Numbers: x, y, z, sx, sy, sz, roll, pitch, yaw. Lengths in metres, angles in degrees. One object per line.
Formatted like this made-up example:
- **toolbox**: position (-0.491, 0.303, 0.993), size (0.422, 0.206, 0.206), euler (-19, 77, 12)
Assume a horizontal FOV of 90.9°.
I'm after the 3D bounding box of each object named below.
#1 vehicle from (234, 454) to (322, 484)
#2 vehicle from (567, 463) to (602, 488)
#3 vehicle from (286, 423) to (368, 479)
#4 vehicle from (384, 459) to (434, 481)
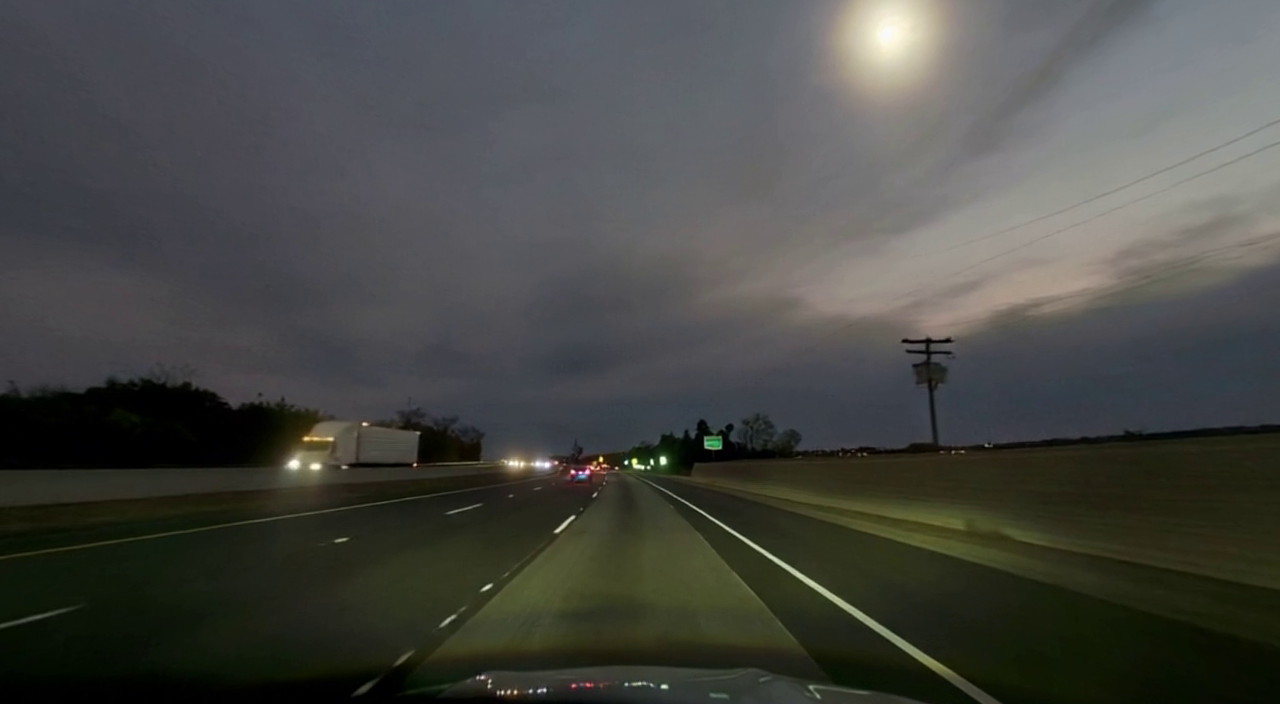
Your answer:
- **vehicle**: position (-19.657, 6.384, 34.503), size (2.157, 1.508, 4.446), euler (1, -10, -1)
- **vehicle**: position (-3.998, 8.965, 45.846), size (2.194, 1.704, 4.421), euler (1, -10, -1)
- **vehicle**: position (-23.887, 7.660, 48.486), size (3.203, 3.952, 5.905), euler (1, -10, -2)
- **vehicle**: position (-16.351, 8.393, 44.820), size (1.885, 1.464, 4.601), euler (1, -10, -1)
